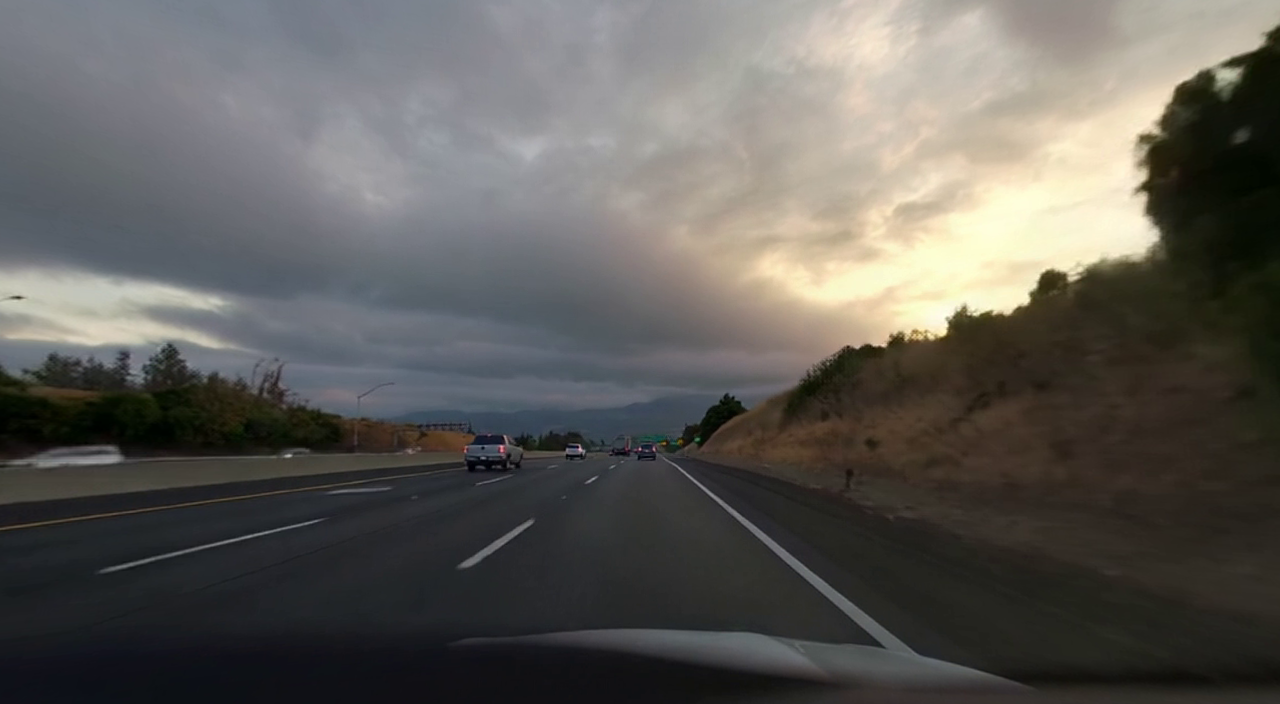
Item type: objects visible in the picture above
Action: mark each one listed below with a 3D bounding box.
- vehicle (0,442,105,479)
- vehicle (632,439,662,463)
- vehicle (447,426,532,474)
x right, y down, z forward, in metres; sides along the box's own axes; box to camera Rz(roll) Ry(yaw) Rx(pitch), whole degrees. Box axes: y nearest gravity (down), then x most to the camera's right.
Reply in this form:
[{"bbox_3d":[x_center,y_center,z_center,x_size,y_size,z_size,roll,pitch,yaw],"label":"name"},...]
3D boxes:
[{"bbox_3d":[-28.583,5.096,29.942,1.993,1.606,4.790,0,-8,0],"label":"vehicle"},{"bbox_3d":[0.546,7.392,47.310,2.141,1.706,4.065,0,-8,0],"label":"vehicle"},{"bbox_3d":[-6.639,4.419,28.622,2.438,1.967,5.596,0,-8,1],"label":"vehicle"}]
